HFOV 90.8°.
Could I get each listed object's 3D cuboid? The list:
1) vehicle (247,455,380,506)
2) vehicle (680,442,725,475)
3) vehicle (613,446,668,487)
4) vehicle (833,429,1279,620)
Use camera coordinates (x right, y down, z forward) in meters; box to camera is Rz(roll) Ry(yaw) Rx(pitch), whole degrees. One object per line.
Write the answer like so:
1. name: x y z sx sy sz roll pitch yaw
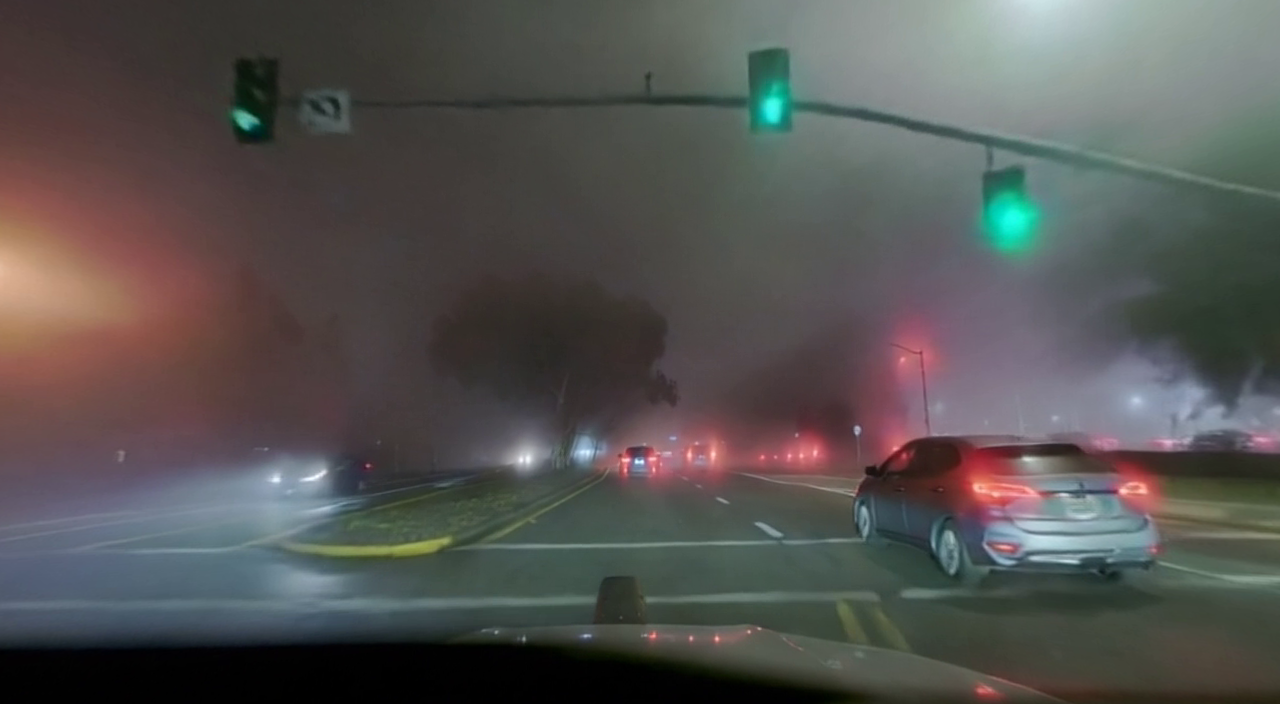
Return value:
1. vehicle: -10.940 4.322 21.640 2.043 1.456 4.627 0 -8 1
2. vehicle: 3.604 6.284 37.551 2.107 1.773 4.557 0 -8 -1
3. vehicle: 0.040 4.564 25.540 2.034 1.500 3.966 0 -8 1
4. vehicle: 3.944 1.677 7.207 2.049 1.473 4.425 0 -8 0
